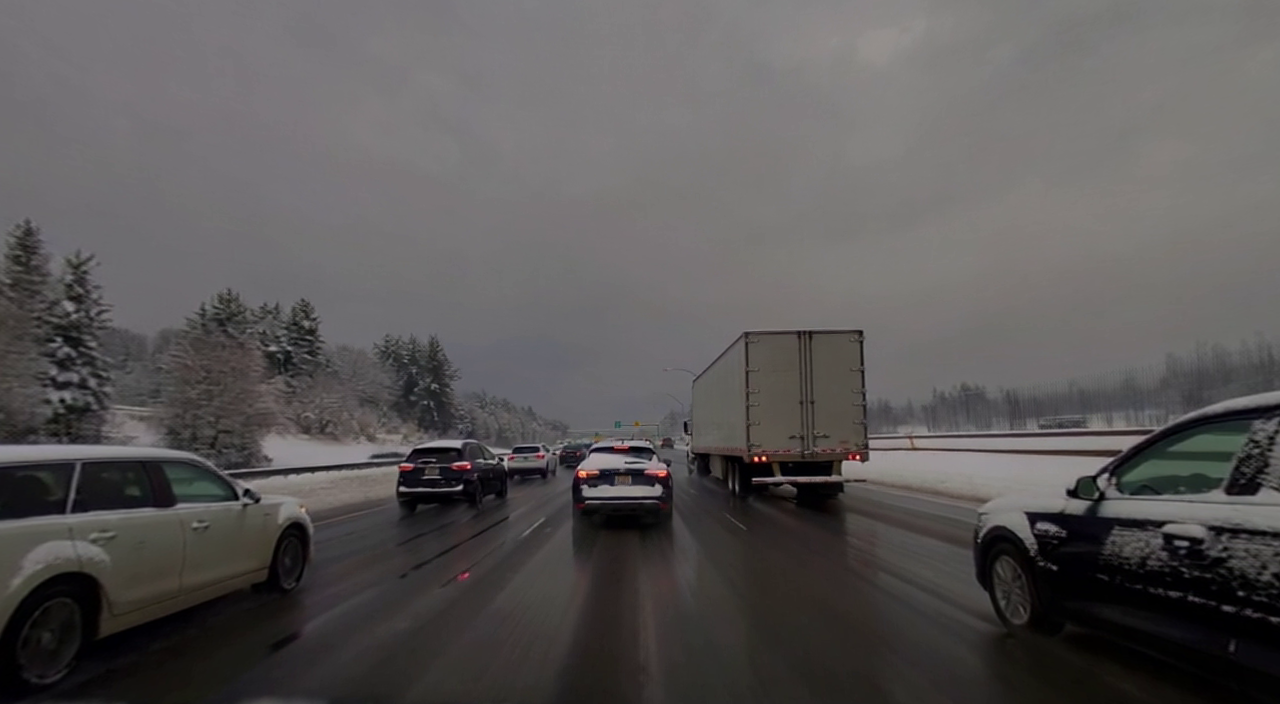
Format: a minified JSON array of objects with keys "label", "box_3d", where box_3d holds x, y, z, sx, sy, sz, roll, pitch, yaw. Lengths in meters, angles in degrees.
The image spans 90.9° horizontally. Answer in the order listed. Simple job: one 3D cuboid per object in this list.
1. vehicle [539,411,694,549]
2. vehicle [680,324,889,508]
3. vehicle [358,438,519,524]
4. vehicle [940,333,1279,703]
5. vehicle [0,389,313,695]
[{"label":"vehicle","box_3d":[-0.315,2.012,10.466,2.037,1.792,4.194,0,-9,0]},{"label":"vehicle","box_3d":[3.673,2.584,21.796,3.186,4.111,15.553,0,-9,-1]},{"label":"vehicle","box_3d":[-3.983,2.621,13.330,1.923,1.503,4.293,0,-9,1]},{"label":"vehicle","box_3d":[3.645,0.884,3.059,2.076,1.751,4.666,0,-9,1]},{"label":"vehicle","box_3d":[-4.317,1.202,4.561,1.789,1.620,3.841,0,-9,0]}]
